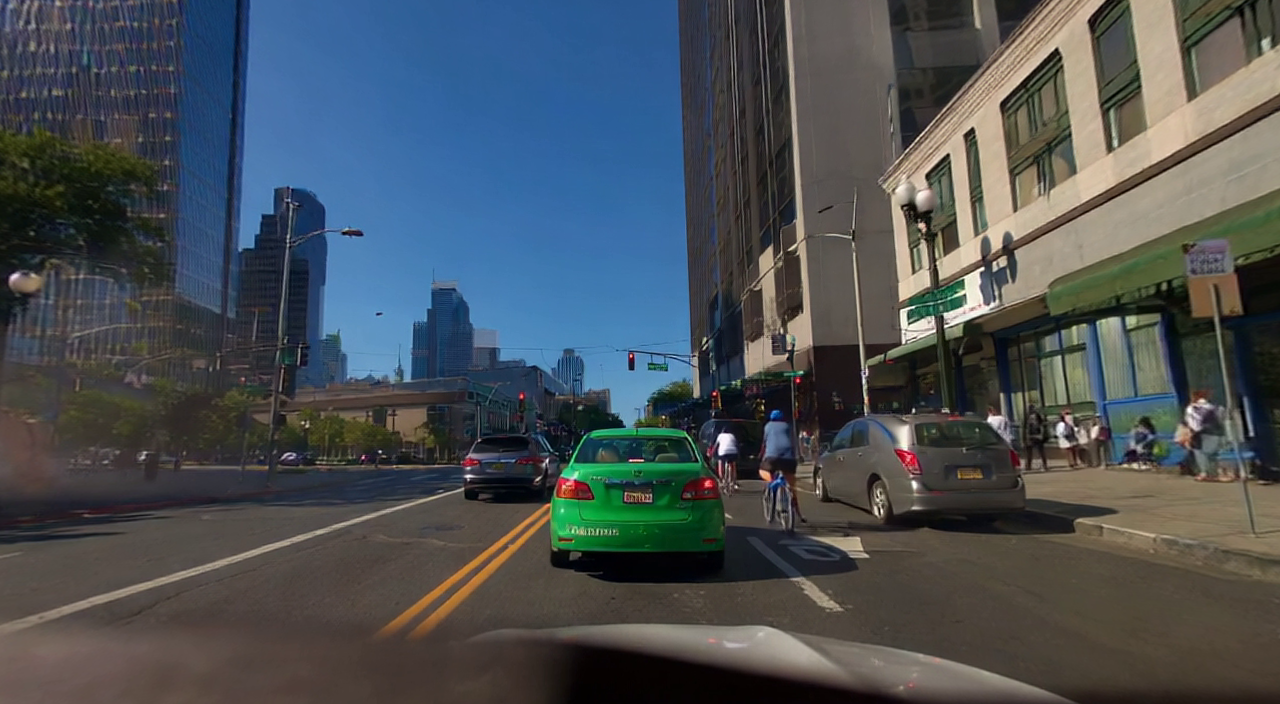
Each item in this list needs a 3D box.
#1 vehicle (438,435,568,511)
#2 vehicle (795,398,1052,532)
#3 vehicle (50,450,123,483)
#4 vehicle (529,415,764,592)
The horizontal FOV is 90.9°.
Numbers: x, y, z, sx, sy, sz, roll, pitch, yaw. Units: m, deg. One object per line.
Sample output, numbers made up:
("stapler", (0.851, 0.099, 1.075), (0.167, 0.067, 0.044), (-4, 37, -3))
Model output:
("vehicle", (-2.943, 2.712, 14.634), (2.039, 1.452, 4.489), (0, -9, 0))
("vehicle", (4.513, 1.916, 11.138), (2.142, 1.829, 4.767), (0, -9, -2))
("vehicle", (-31.816, 6.558, 36.375), (2.264, 1.722, 4.721), (5, -10, -31))
("vehicle", (0.032, 1.657, 7.711), (2.091, 1.557, 4.000), (0, -9, -1))
